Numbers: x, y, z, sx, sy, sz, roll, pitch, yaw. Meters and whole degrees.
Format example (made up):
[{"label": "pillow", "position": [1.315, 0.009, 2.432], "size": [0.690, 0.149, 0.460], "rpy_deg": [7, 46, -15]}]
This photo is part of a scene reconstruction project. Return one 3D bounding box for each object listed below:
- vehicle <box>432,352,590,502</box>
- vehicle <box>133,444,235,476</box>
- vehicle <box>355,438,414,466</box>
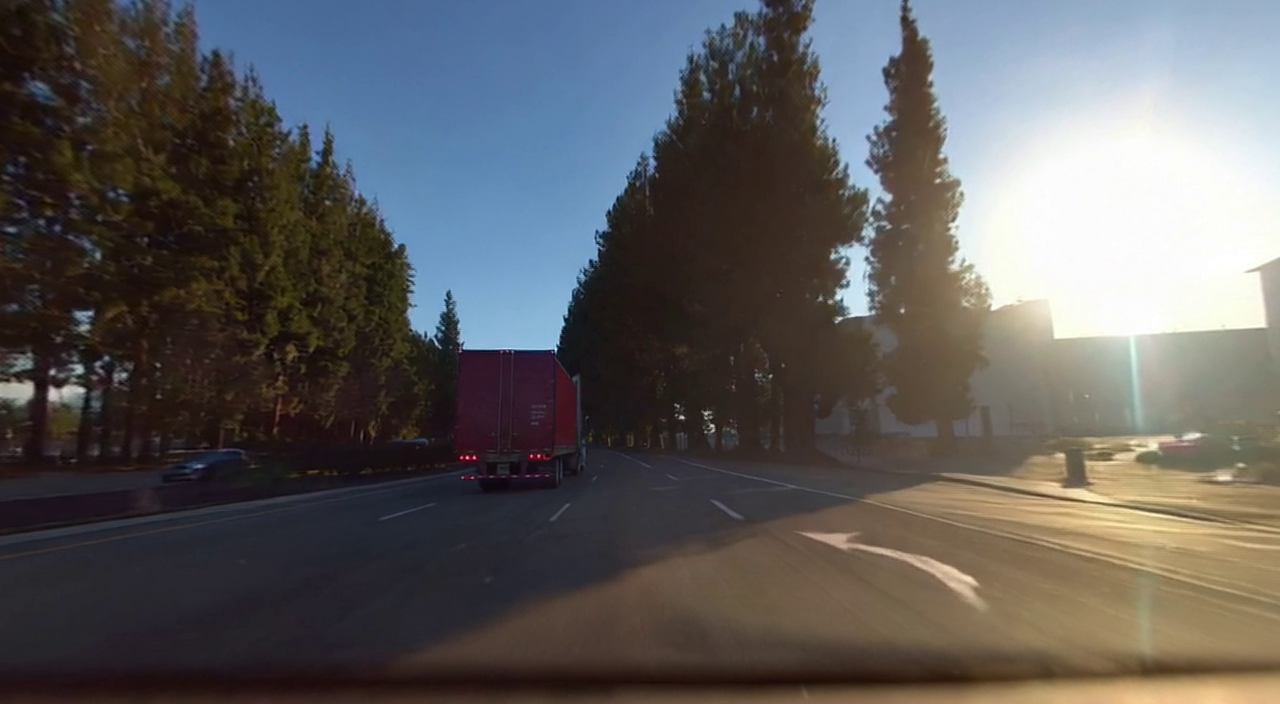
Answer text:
[{"label": "vehicle", "position": [-3.247, 2.304, 18.609], "size": [2.910, 3.419, 8.376], "rpy_deg": [0, -8, 0]}, {"label": "vehicle", "position": [-22.150, 5.223, 30.942], "size": [1.875, 1.436, 4.365], "rpy_deg": [0, -8, -3]}, {"label": "vehicle", "position": [-16.234, 6.391, 40.396], "size": [2.157, 1.680, 4.524], "rpy_deg": [0, -9, -4]}]
